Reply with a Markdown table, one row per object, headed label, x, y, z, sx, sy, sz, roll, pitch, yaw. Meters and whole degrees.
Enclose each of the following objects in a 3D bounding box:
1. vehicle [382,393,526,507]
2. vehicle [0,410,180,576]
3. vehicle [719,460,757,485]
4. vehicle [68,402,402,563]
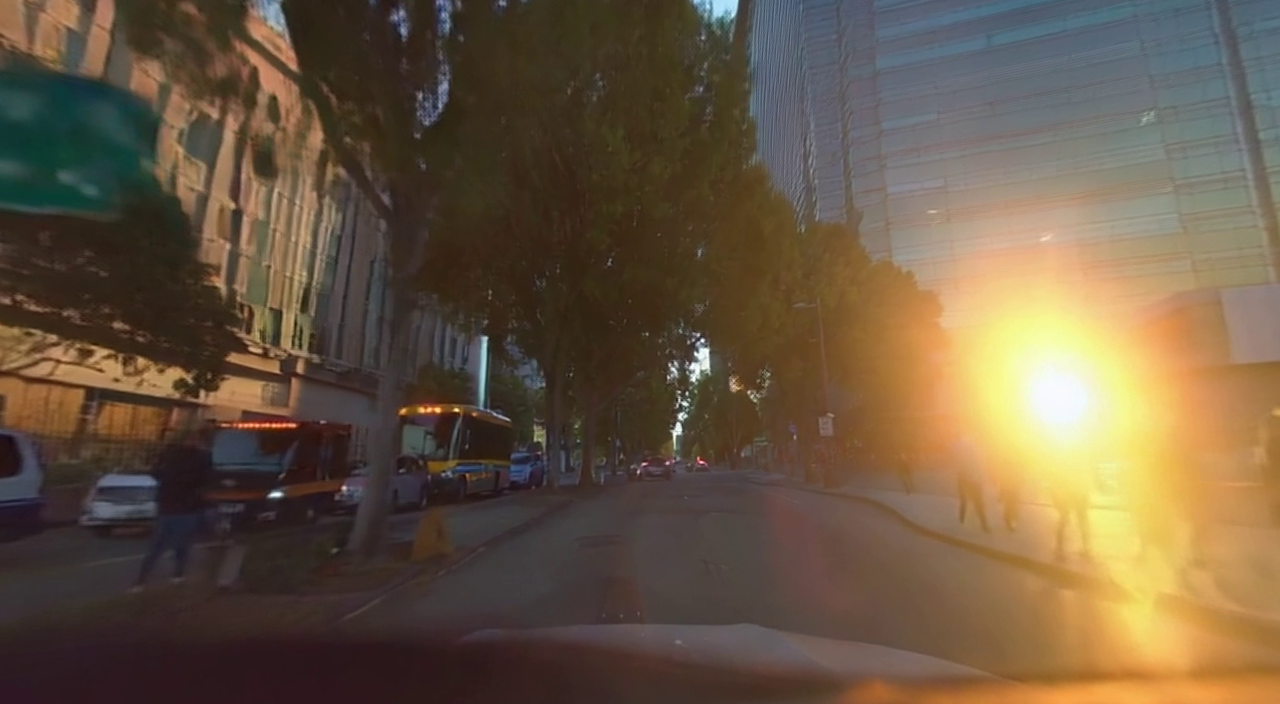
| label | x | y | z | sx | sy | sz | roll | pitch | yaw |
| --- | --- | --- | --- | --- | --- | --- | --- | --- | --- |
| vehicle | -4.989 | 2.792 | 18.104 | 2.268 | 2.708 | 5.699 | -1 | -9 | 1 |
| vehicle | -8.356 | 1.639 | 7.467 | 2.109 | 1.819 | 4.615 | 2 | -16 | 2 |
| vehicle | 6.671 | 8.254 | 43.543 | 1.888 | 1.536 | 4.381 | 0 | -9 | 0 |
| vehicle | -5.613 | 1.880 | 9.735 | 1.988 | 1.855 | 4.599 | -1 | -9 | 1 |
